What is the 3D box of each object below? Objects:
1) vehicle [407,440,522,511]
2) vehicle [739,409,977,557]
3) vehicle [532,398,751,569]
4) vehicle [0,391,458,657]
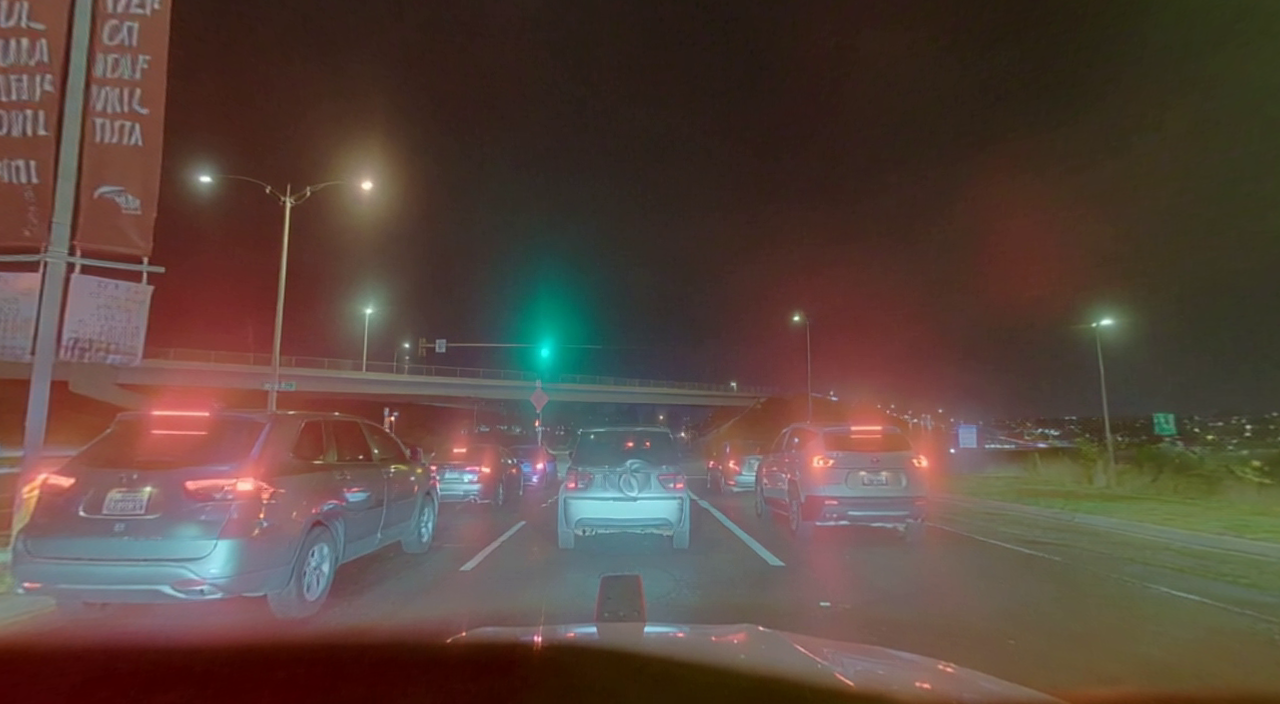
[{"bbox_3d":[-4.148,2.947,15.433,1.797,1.505,3.506,0,-9,0],"label":"vehicle"},{"bbox_3d":[3.089,1.973,10.198,2.016,1.804,4.681,0,-9,-2],"label":"vehicle"},{"bbox_3d":[-0.074,1.772,9.215,2.409,1.864,4.471,0,-9,-2],"label":"vehicle"},{"bbox_3d":[-3.488,1.431,6.277,2.039,1.709,4.265,0,-9,0],"label":"vehicle"}]
